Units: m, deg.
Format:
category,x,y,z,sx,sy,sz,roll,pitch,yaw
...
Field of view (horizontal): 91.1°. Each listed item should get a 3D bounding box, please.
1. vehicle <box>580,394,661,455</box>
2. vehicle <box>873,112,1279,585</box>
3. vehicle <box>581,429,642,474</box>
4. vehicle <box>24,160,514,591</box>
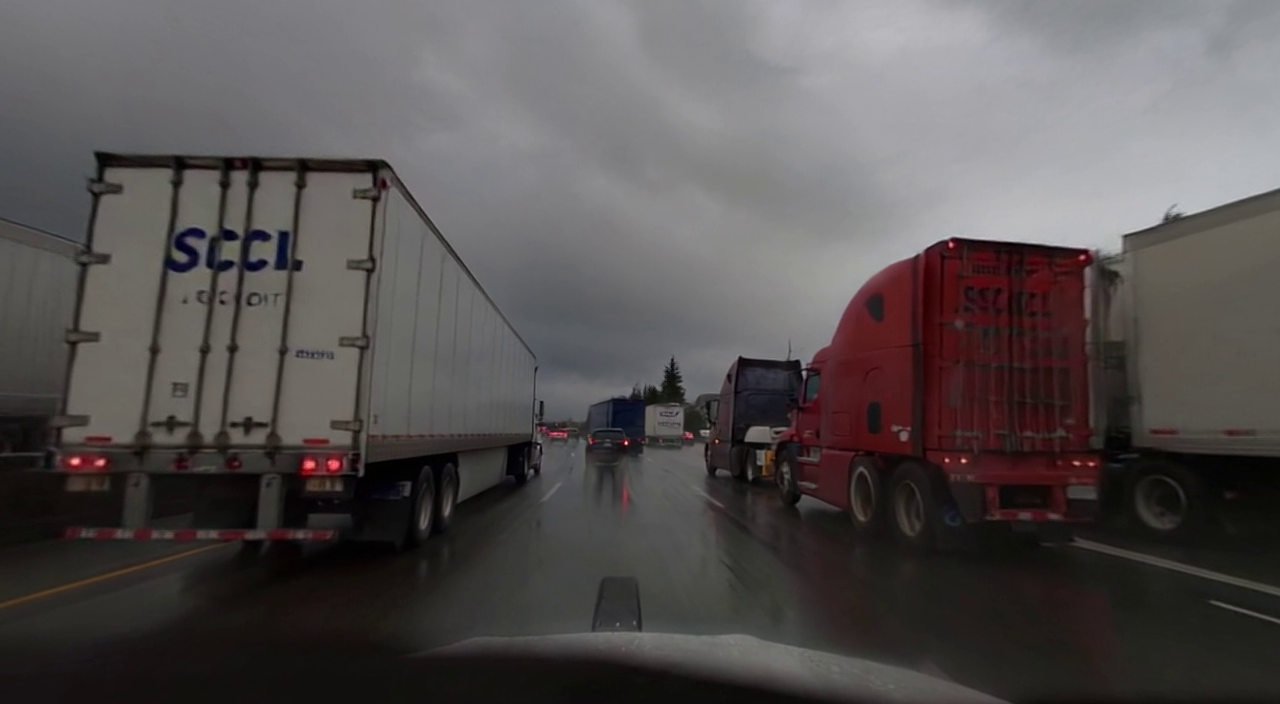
category,x,y,z,sx,sy,sz,roll,pitch,yaw
vehicle,-1.906,5.843,49.628,2.899,4.112,13.912,2,-8,-16
vehicle,7.772,-0.260,3.947,2.820,4.084,13.786,3,-8,-24
vehicle,-1.185,3.779,24.285,2.060,1.540,4.374,1,-8,-6
vehicle,-4.046,0.710,9.946,2.822,3.788,8.799,0,-8,-4
